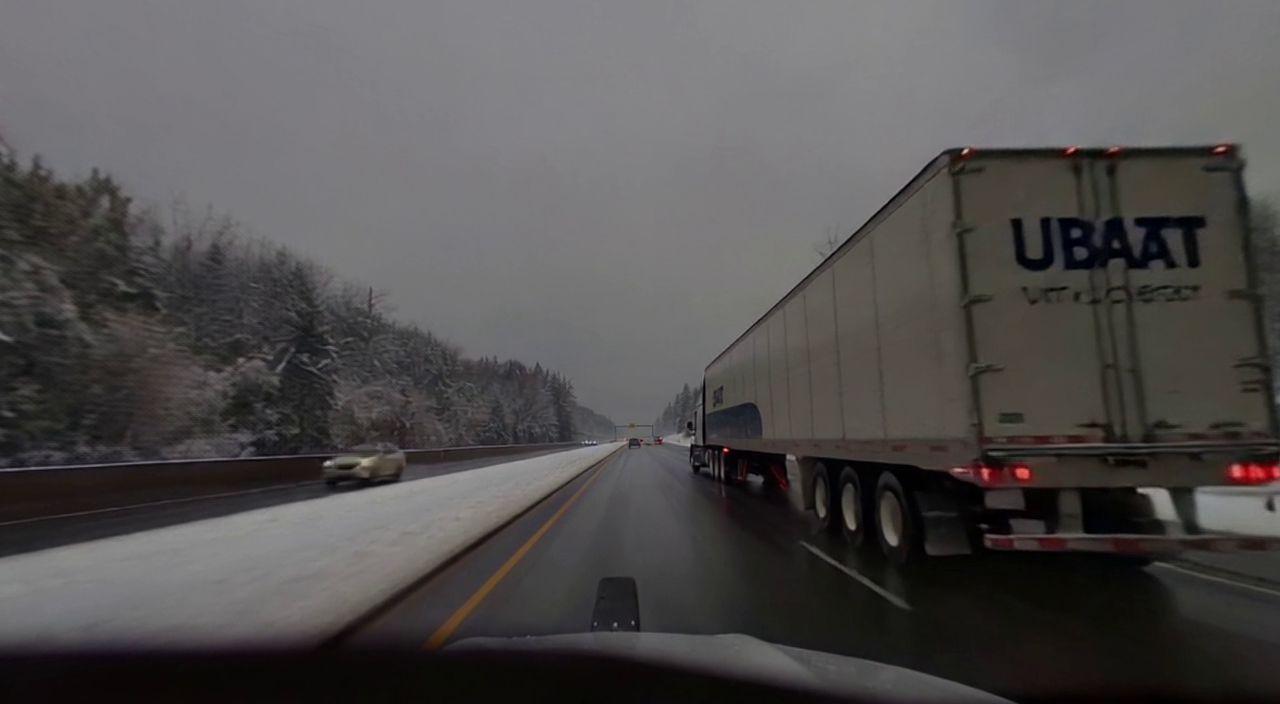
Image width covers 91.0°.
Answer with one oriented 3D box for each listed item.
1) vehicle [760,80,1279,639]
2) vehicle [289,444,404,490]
[{"bbox_3d":[4.034,0.507,8.441,3.006,3.850,8.310,0,-8,-1],"label":"vehicle"},{"bbox_3d":[-10.326,4.039,22.570,2.013,1.448,4.434,0,-8,-1],"label":"vehicle"}]
